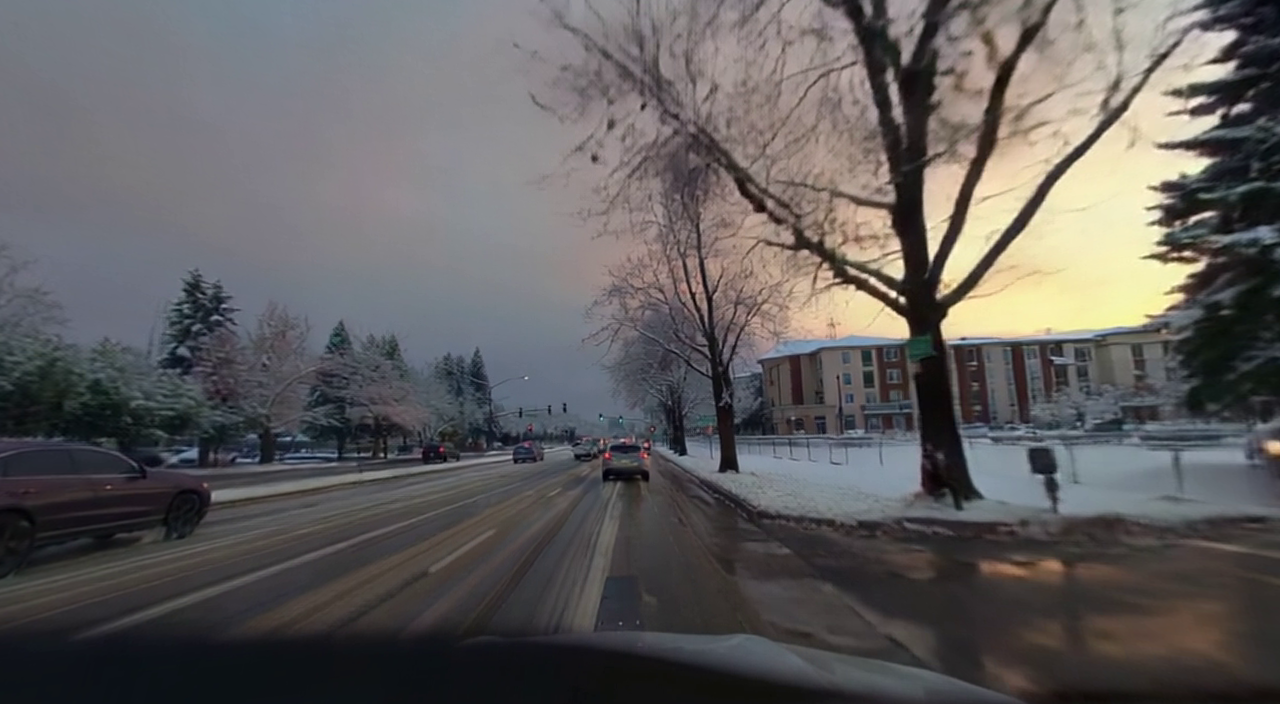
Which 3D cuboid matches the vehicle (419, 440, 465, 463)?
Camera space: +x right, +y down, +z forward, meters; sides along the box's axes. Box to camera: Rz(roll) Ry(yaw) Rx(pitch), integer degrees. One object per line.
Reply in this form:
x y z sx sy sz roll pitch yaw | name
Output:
-15.074 7.608 48.302 2.064 1.686 4.380 0 -8 0 | vehicle

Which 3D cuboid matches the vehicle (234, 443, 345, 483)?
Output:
-14.214 4.517 26.012 2.024 1.484 4.592 0 -8 -2 | vehicle

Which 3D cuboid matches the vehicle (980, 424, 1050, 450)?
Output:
24.773 5.643 41.757 3.437 1.408 1.759 -4 -8 -5 | vehicle

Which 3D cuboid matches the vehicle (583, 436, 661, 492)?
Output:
-0.524 3.342 19.185 2.099 1.469 4.389 0 -8 -1 | vehicle

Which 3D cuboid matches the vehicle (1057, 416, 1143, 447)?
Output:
26.582 4.635 36.564 3.512 1.415 1.722 -5 -9 -3 | vehicle

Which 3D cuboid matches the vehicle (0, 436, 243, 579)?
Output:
-7.507 1.829 8.080 1.906 1.449 4.576 0 -8 -1 | vehicle
